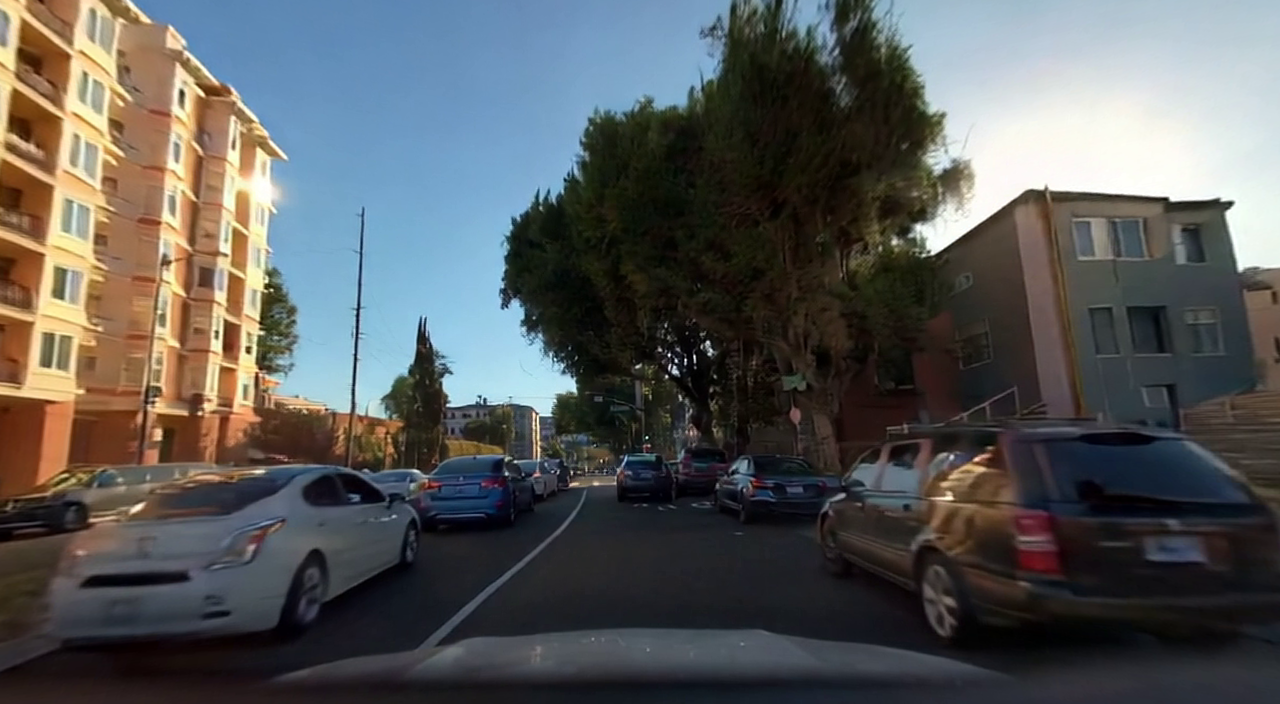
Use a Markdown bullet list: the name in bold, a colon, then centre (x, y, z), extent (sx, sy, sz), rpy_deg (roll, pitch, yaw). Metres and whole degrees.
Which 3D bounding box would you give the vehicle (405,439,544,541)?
- **vehicle**: centre (-2.933, 2.478, 11.869), extent (1.778, 1.638, 3.059), rpy_deg (0, -9, -1)

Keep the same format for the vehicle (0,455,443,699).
- **vehicle**: centre (-3.286, 1.606, 5.614), extent (1.824, 1.306, 3.937), rpy_deg (0, -9, 0)

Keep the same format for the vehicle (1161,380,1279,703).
- **vehicle**: centre (2.962, 0.577, 0.191), extent (1.933, 1.501, 4.349), rpy_deg (0, -8, 1)

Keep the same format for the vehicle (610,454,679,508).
- **vehicle**: centre (0.045, 4.069, 20.365), extent (2.026, 1.496, 3.701), rpy_deg (0, -8, -2)

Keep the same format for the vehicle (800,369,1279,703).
- **vehicle**: centre (2.976, 1.305, 5.339), extent (1.988, 1.779, 4.635), rpy_deg (0, -8, 0)

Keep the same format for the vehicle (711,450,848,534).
- **vehicle**: centre (2.826, 2.934, 13.954), extent (1.943, 1.513, 4.510), rpy_deg (0, -9, -1)
